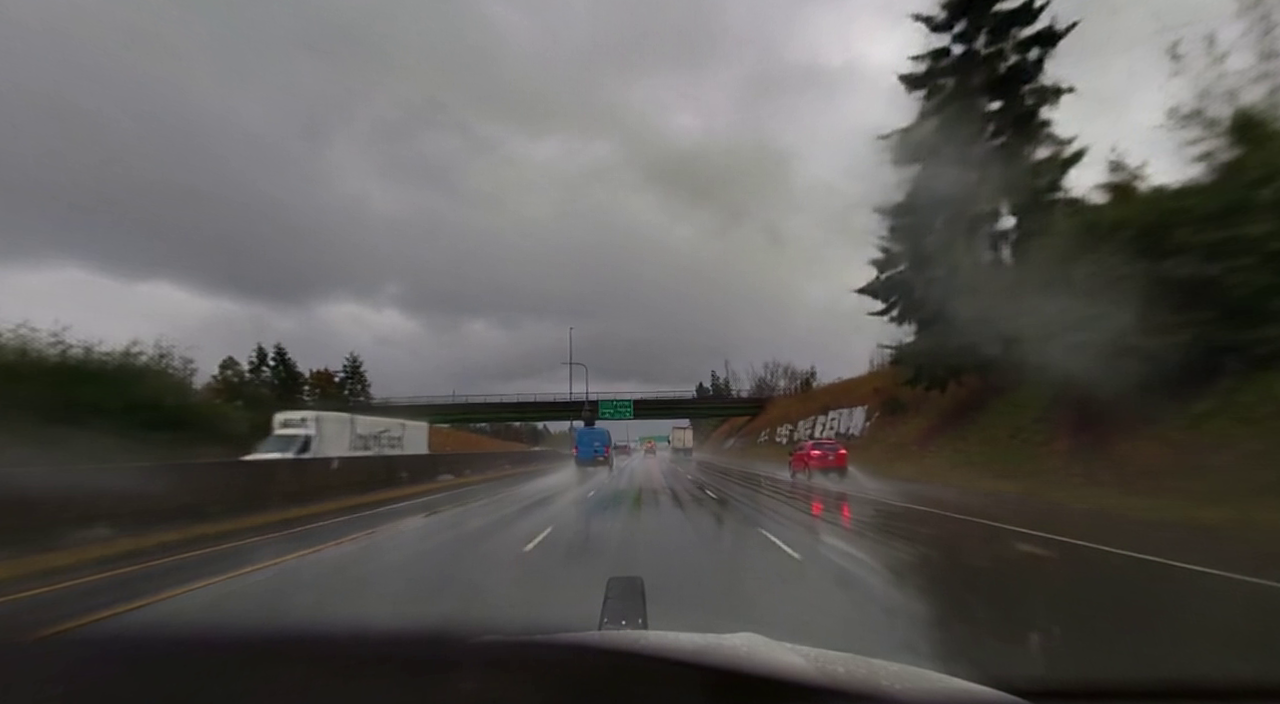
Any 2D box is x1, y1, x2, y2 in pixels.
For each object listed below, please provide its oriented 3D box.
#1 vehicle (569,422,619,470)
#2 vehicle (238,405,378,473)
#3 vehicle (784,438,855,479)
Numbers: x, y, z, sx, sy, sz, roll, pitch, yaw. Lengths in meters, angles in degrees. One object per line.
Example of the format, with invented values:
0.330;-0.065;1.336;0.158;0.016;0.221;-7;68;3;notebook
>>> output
-2.605;5.562;37.207;2.451;2.627;5.868;0;-9;1;vehicle
-19.724;5.412;38.523;2.959;3.603;10.096;0;-9;1;vehicle
7.960;4.746;28.294;1.936;1.664;4.198;0;-9;0;vehicle
